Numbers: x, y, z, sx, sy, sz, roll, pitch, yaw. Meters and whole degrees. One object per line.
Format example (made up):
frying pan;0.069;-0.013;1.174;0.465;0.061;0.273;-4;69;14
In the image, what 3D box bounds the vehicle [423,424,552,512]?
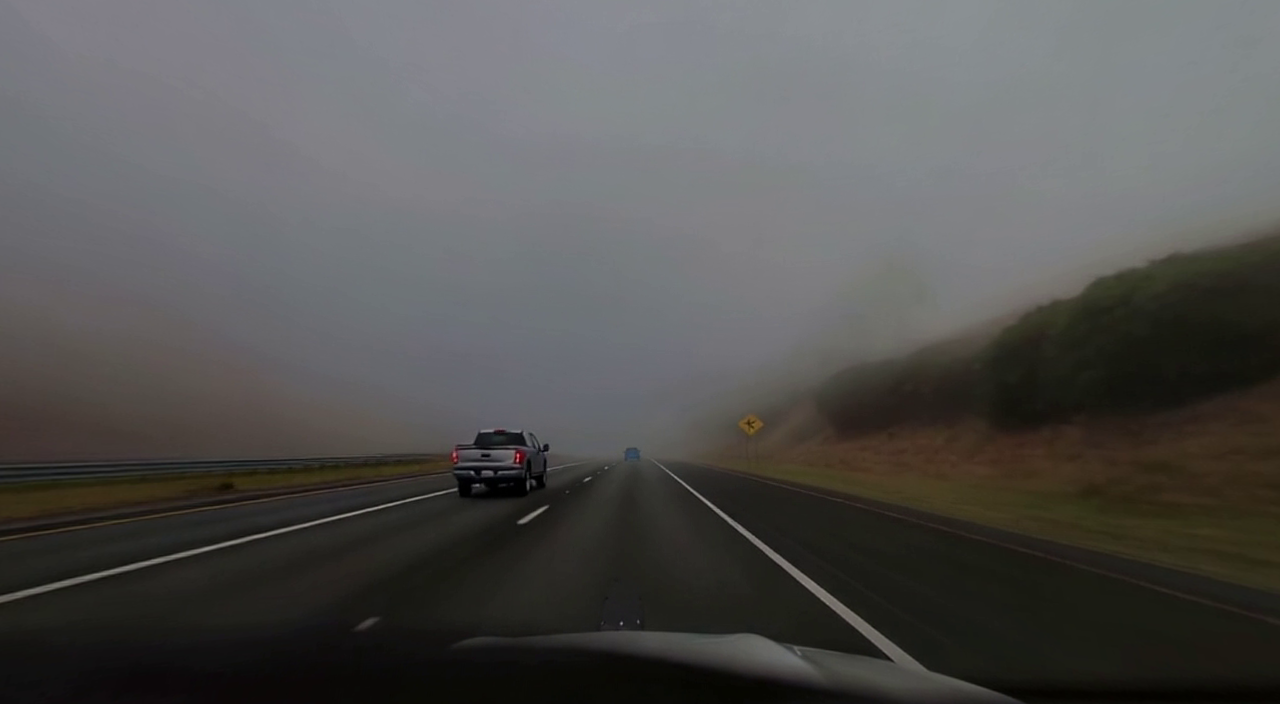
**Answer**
vehicle;-3.567;2.825;15.807;1.942;1.828;4.868;0;-9;1
